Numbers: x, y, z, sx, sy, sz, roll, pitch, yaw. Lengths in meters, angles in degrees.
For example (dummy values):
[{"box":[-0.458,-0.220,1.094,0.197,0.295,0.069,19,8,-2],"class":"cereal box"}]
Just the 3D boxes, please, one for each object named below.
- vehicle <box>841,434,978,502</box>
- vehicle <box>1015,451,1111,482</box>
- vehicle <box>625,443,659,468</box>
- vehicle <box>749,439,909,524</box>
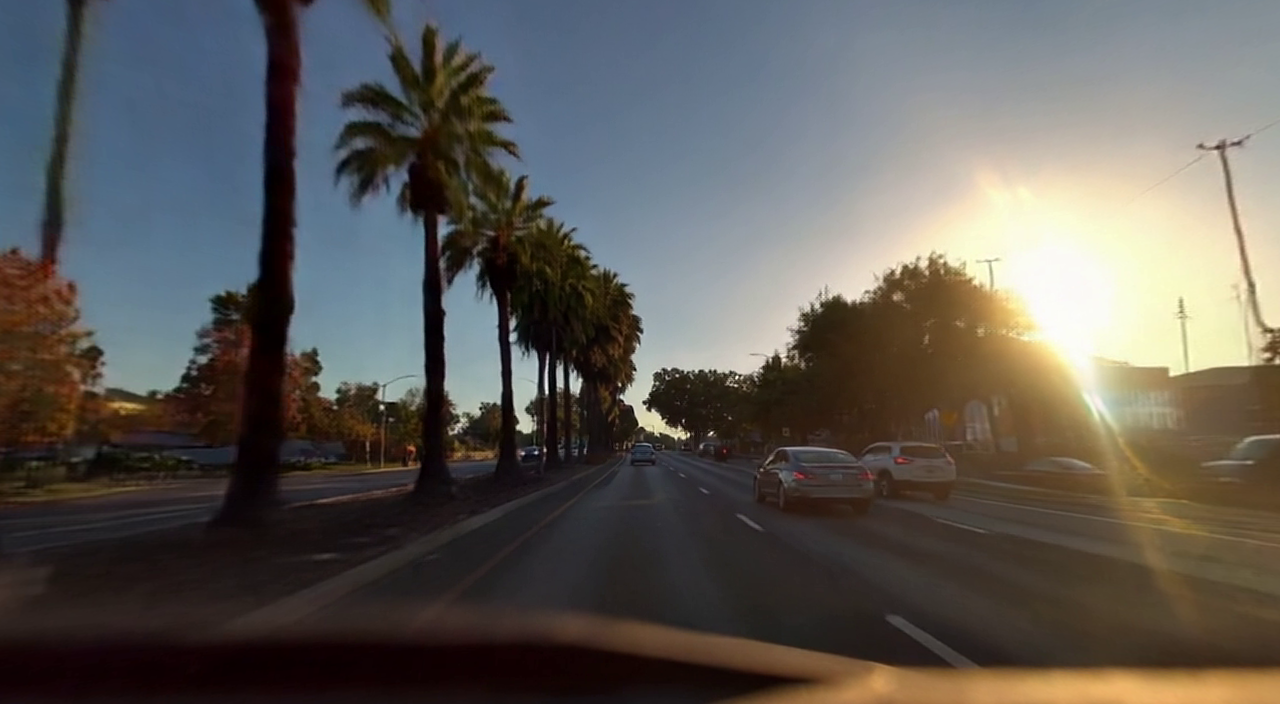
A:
[{"box":[7.397,3.211,17.919,1.916,1.646,4.258,1,-8,-1],"class":"vehicle"},{"box":[21.672,5.846,32.592,1.854,1.411,4.490,0,-8,0],"class":"vehicle"},{"box":[0.105,6.506,39.807,2.031,1.444,4.361,1,-8,-1],"class":"vehicle"},{"box":[3.693,2.603,13.313,1.875,1.452,4.453,1,-8,-2],"class":"vehicle"}]
